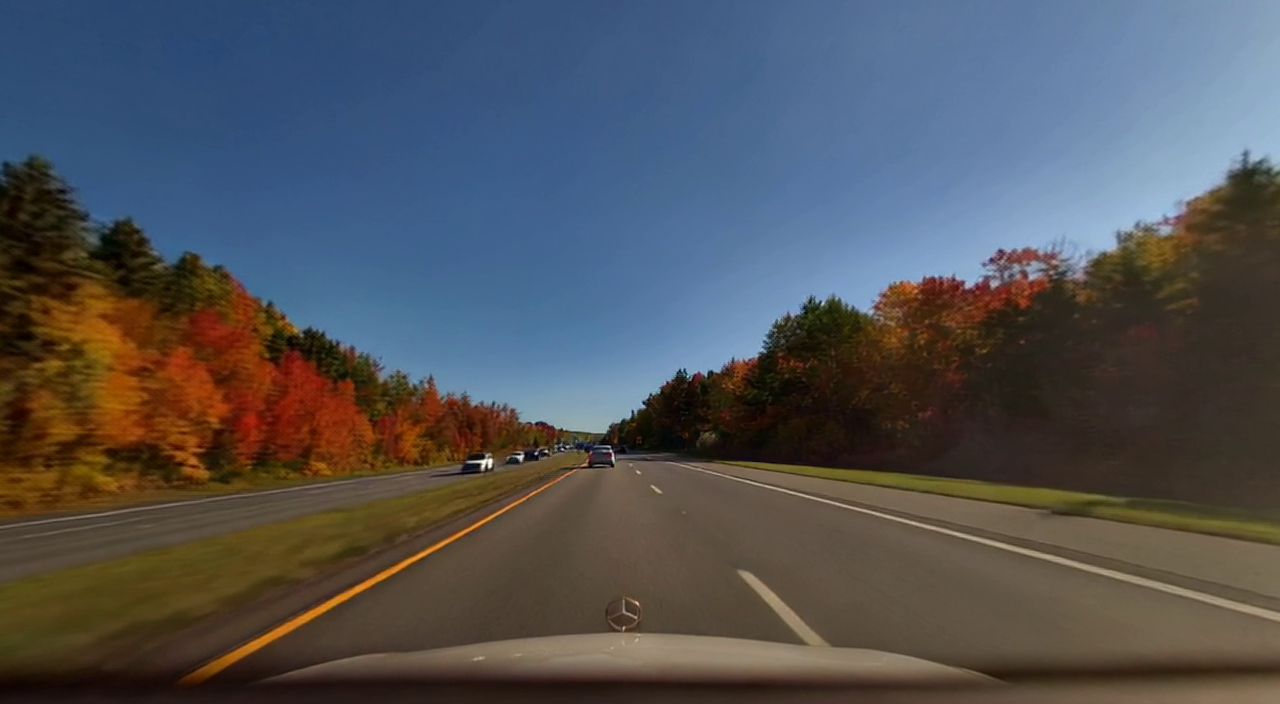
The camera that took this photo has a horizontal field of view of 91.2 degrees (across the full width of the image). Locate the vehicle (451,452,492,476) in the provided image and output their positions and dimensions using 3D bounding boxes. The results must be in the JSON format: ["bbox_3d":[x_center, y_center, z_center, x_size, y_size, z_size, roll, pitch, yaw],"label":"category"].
[{"bbox_3d":[-11.654,7.755,43.639,1.923,1.513,3.904,0,-9,-2],"label":"vehicle"}]

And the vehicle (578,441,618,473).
[{"bbox_3d":[-2.341,6.013,36.077,2.168,1.705,4.272,0,-9,-2],"label":"vehicle"}]
